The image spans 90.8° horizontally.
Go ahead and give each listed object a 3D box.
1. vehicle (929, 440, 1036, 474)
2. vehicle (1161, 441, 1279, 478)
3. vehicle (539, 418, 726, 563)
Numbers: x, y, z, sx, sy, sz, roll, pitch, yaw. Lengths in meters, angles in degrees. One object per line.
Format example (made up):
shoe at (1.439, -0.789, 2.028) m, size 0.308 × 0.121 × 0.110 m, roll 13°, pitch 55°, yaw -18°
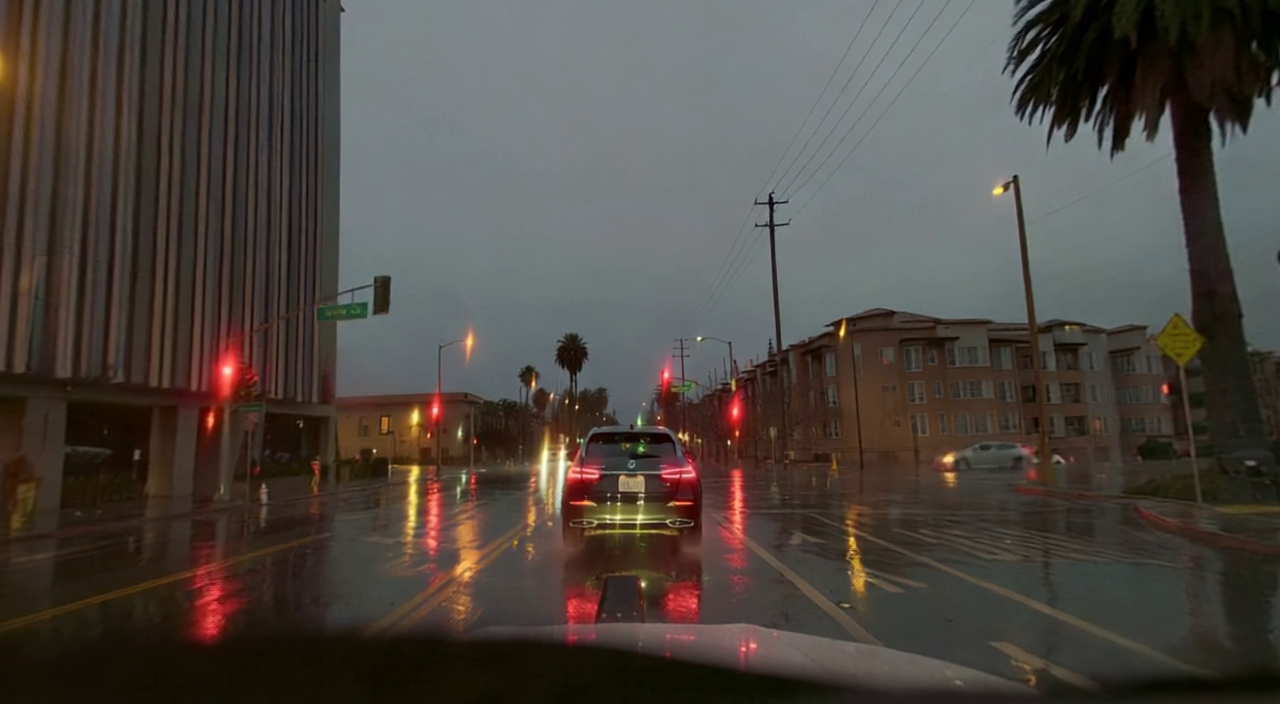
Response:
vehicle at (18.673, 5.735, 34.615) m, size 4.649 × 1.760 × 2.029 m, roll -1°, pitch -8°, yaw 2°
vehicle at (26.716, 4.868, 28.816) m, size 4.118 × 1.593 × 2.004 m, roll 0°, pitch -8°, yaw -4°
vehicle at (-0.086, 1.871, 9.218) m, size 2.144 × 1.643 × 3.770 m, roll 0°, pitch -8°, yaw 0°
